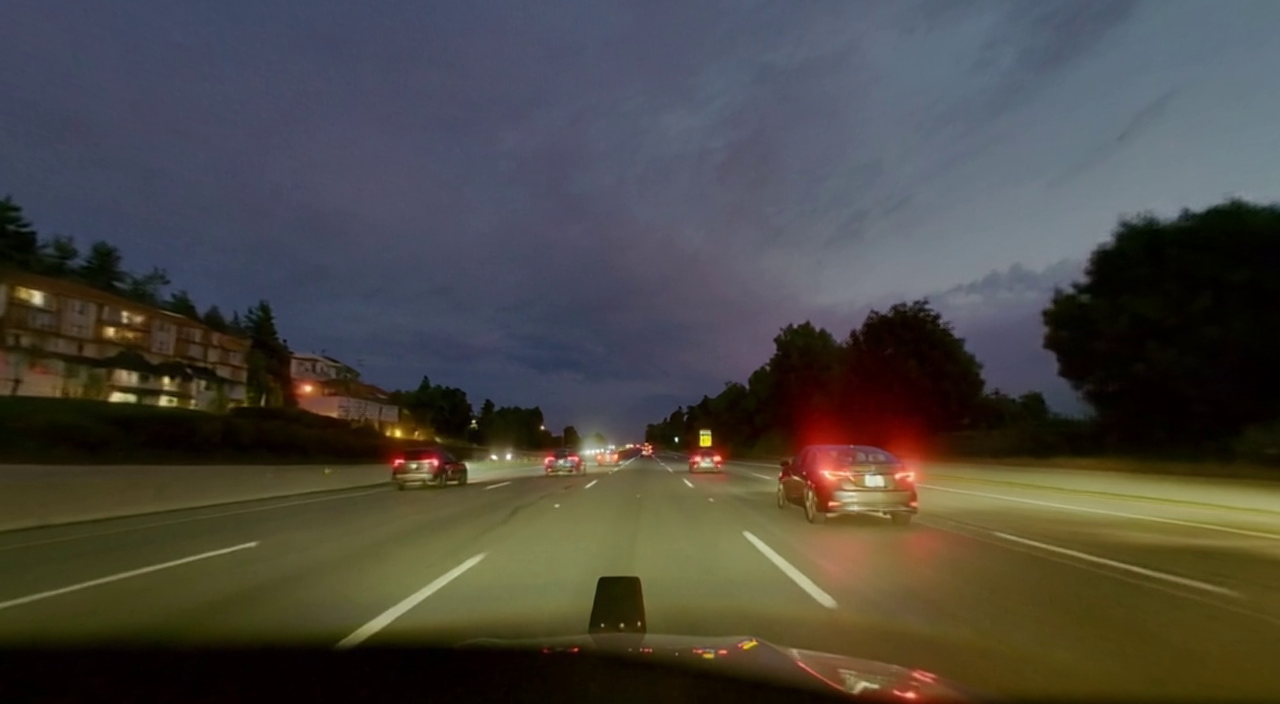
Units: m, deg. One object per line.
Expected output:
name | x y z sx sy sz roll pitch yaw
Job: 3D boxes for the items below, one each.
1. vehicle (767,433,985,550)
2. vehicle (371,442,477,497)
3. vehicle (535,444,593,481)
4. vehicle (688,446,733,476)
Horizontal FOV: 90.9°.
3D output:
vehicle | 3.523 2.137 10.425 1.912 1.509 4.291 0 -8 0
vehicle | -7.283 3.961 21.754 2.057 1.681 4.277 0 -8 1
vehicle | -3.458 5.136 29.637 2.136 1.571 4.285 0 -8 1
vehicle | 3.595 5.662 32.913 1.854 1.438 3.954 0 -8 0
